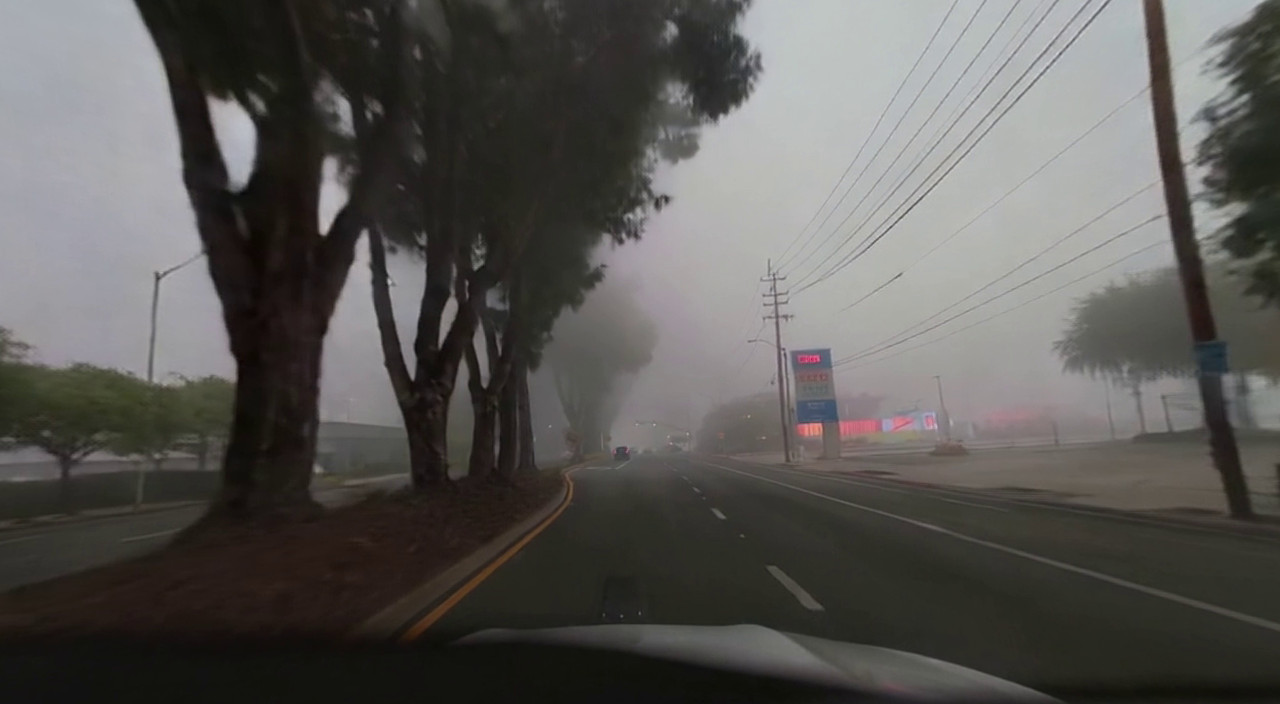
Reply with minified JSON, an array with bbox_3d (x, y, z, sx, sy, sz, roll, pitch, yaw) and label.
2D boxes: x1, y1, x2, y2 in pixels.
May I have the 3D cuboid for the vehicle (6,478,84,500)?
[{"bbox_3d":[-46.819,10.769,49.849,1.738,1.424,4.544,0,-9,-1],"label":"vehicle"}]
